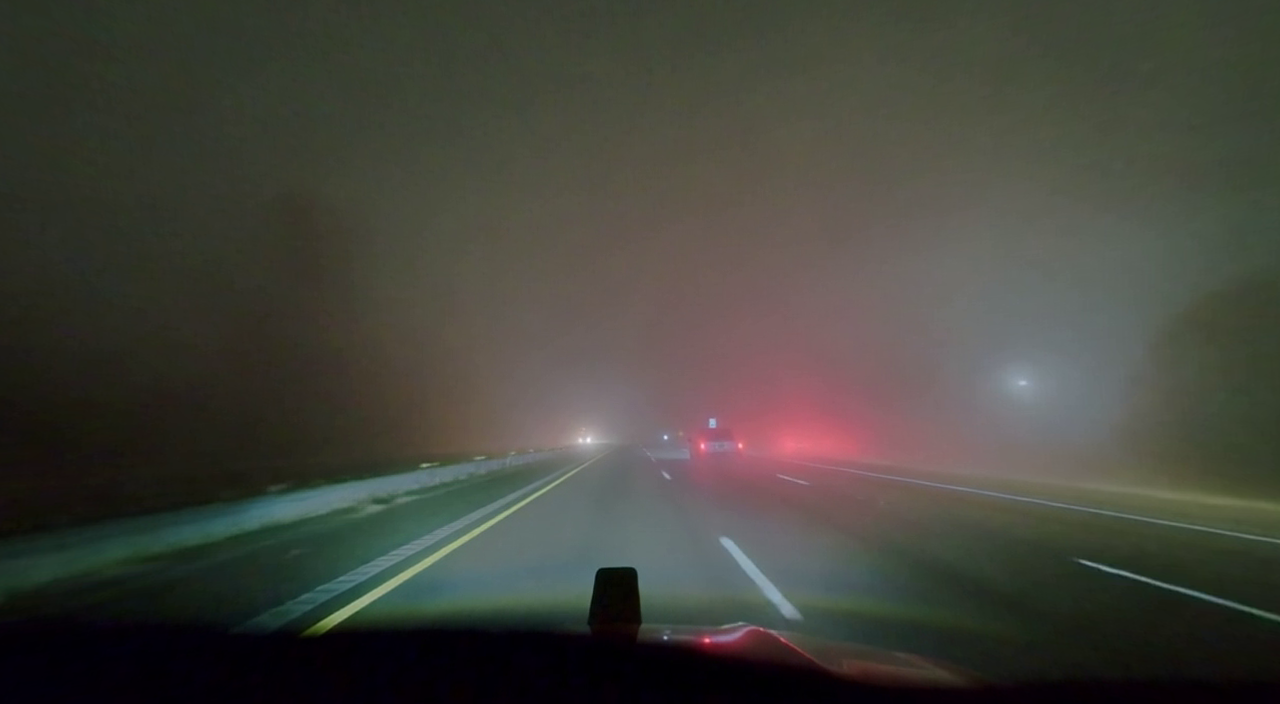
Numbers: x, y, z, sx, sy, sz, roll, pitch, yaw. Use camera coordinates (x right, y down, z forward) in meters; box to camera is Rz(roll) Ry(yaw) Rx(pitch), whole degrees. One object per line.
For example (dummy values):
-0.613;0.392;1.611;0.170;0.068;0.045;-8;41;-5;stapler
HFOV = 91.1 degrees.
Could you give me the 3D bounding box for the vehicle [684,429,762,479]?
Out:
2.817;3.599;22.450;2.084;1.583;4.420;0;-8;-1;vehicle
